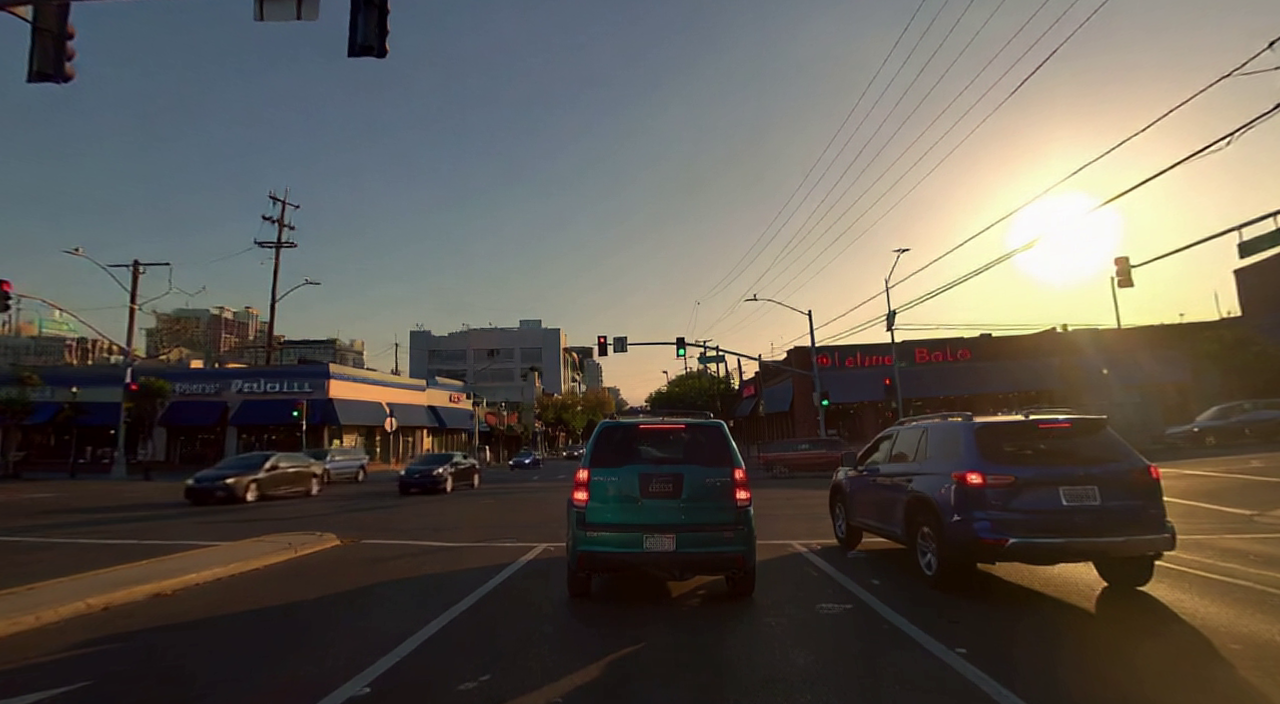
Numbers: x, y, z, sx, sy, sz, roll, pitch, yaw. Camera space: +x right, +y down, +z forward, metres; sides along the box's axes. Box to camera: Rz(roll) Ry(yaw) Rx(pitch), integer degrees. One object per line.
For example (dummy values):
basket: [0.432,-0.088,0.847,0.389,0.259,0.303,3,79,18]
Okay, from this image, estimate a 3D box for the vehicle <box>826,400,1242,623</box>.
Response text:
vehicle: [3.607,1.516,6.946,1.976,1.664,4.189,-1,-8,2]

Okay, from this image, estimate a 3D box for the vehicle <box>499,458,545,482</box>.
vehicle: [-8.383,8.438,45.289,1.911,1.461,4.691,-1,-8,6]

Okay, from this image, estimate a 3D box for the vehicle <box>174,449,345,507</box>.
vehicle: [-11.212,3.710,19.108,1.958,1.493,4.795,-1,-8,4]

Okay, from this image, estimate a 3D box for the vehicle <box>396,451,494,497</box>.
vehicle: [-6.885,4.322,22.766,1.924,1.453,4.343,-1,-8,4]

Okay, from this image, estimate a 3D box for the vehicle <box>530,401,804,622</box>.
vehicle: [0.260,1.506,6.827,2.098,1.682,3.778,0,-8,2]
